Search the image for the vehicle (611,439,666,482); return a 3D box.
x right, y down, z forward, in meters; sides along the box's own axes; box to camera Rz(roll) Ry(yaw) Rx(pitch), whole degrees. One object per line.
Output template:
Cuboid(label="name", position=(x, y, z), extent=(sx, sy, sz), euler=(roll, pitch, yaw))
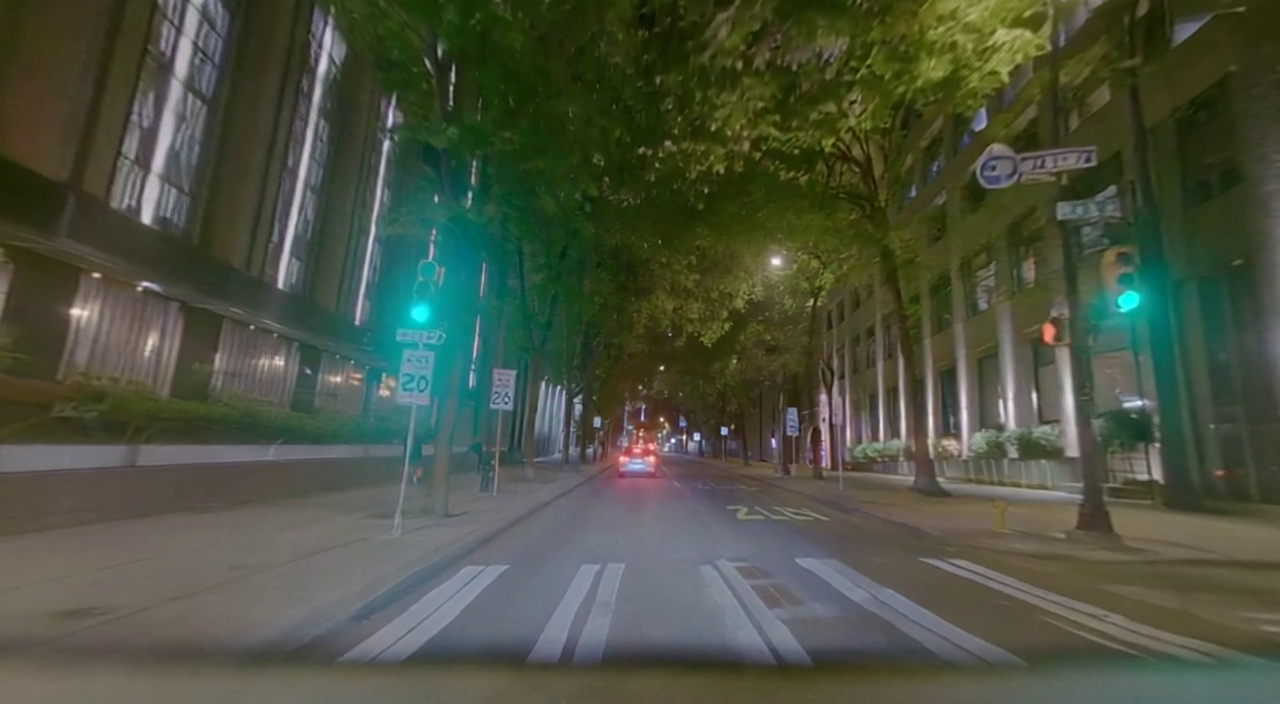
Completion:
Cuboid(label="vehicle", position=(-0.090, 4.431, 25.933), extent=(2.079, 1.621, 3.861), euler=(0, -9, -1))
